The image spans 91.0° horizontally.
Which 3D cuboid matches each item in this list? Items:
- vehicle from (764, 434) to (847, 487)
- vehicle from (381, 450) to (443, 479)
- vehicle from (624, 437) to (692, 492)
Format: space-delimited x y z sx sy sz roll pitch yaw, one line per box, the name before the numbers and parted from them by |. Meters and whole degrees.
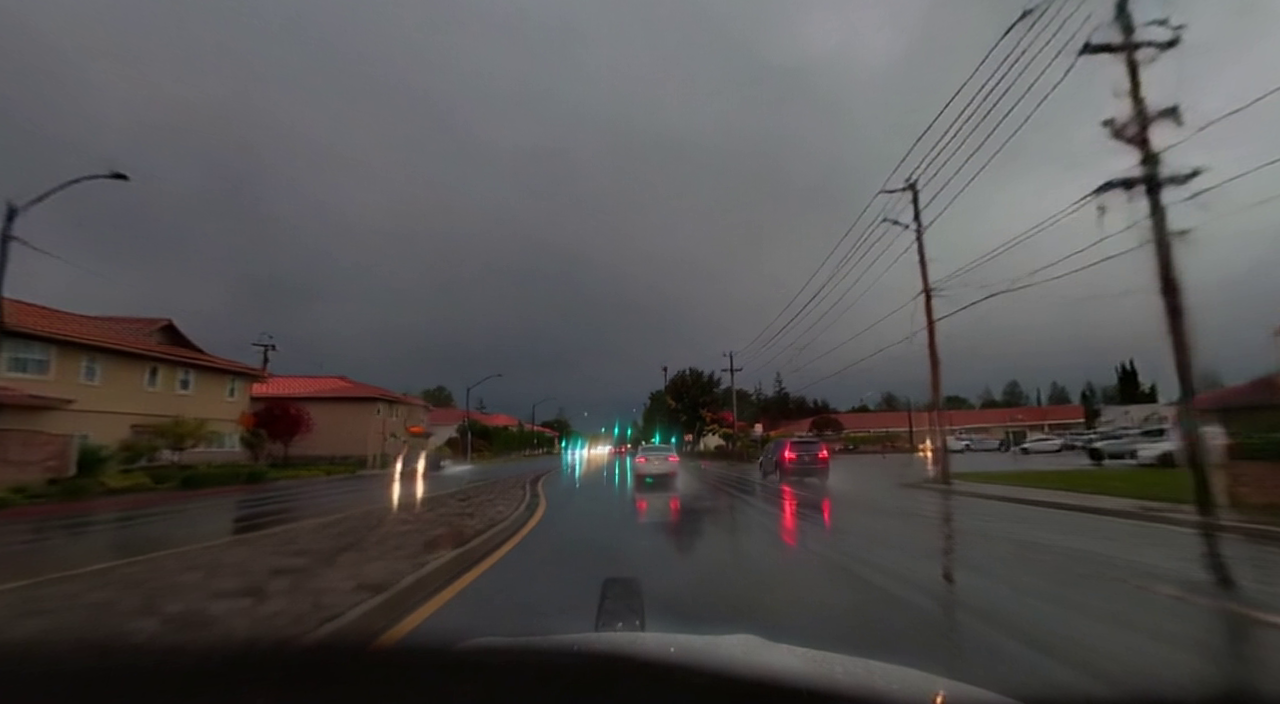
vehicle | 6.311 4.186 24.531 2.061 1.889 4.268 0 -9 0
vehicle | -13.948 6.890 38.772 2.011 1.670 4.360 -1 -9 3
vehicle | 0.551 3.836 21.838 2.138 1.702 4.168 0 -9 0
